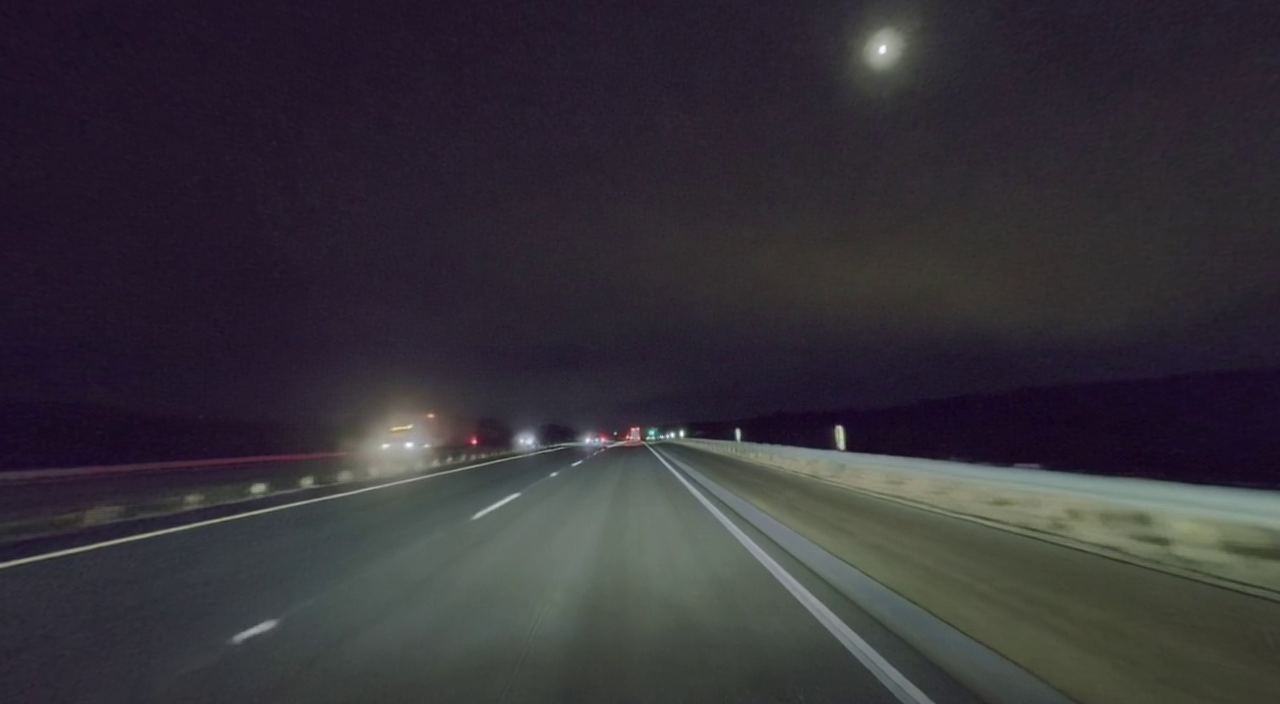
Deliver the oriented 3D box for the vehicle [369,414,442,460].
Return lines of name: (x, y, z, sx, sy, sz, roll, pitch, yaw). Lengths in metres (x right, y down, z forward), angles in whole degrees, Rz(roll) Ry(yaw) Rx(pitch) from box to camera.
vehicle: (-17.791, 6.527, 48.302, 2.875, 3.201, 7.109, 0, -8, 0)
